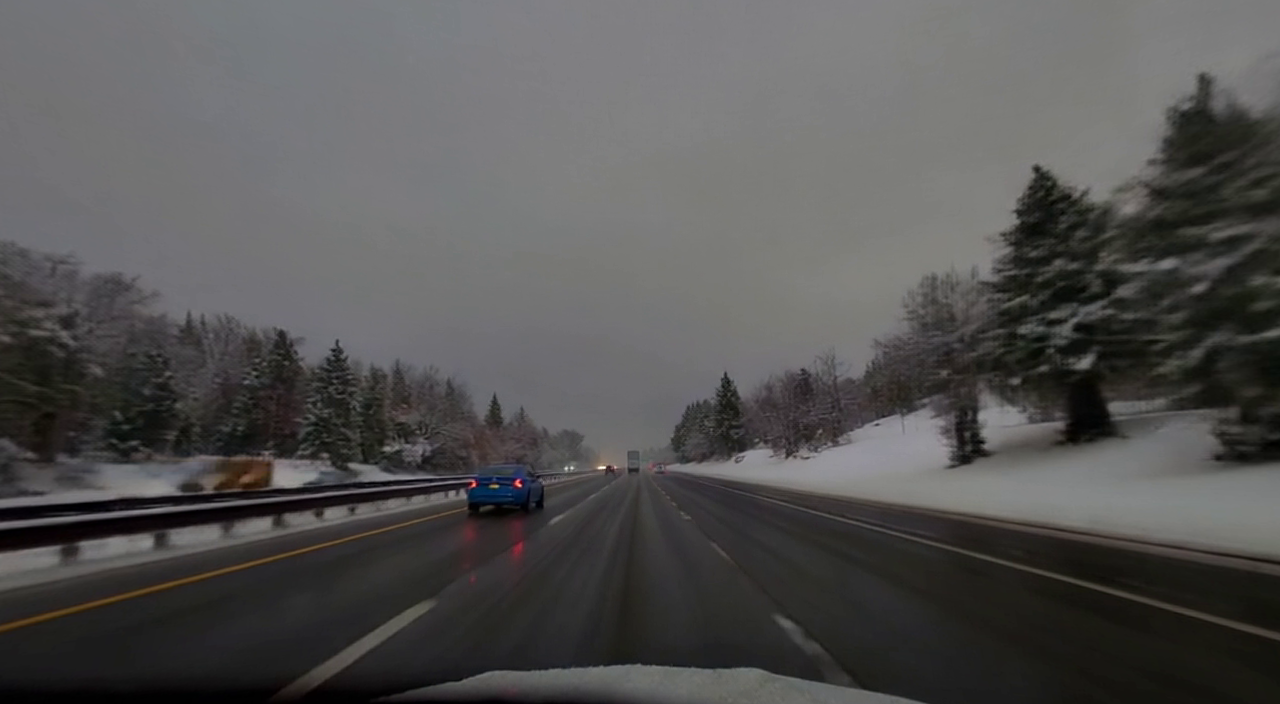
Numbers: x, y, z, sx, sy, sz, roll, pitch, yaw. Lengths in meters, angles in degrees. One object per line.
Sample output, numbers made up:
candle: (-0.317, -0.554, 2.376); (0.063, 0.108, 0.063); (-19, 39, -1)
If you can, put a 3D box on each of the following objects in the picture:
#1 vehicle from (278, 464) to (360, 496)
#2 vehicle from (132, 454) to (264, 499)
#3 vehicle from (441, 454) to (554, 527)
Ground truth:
vehicle: (-15.579, 6.218, 30.834); (1.829, 1.429, 4.079); (1, -10, -1)
vehicle: (-19.659, 5.559, 28.392); (2.064, 1.805, 5.152); (0, -10, 1)
vehicle: (-3.386, 3.393, 15.794); (1.797, 1.532, 4.072); (1, -10, 1)
